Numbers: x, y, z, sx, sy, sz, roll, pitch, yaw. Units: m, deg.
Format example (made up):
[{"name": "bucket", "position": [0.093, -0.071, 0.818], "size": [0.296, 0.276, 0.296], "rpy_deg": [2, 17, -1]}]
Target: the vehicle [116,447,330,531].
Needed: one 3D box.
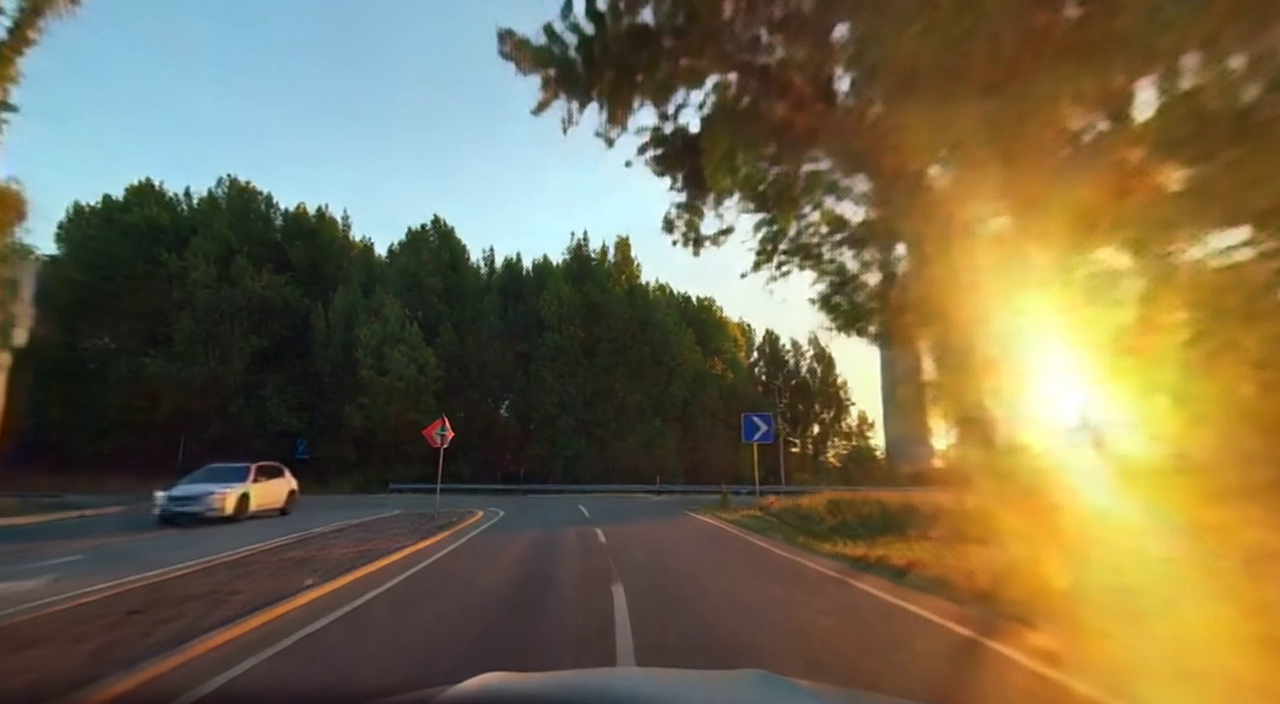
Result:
[{"name": "vehicle", "position": [-9.164, 3.042, 14.363], "size": [1.889, 1.583, 3.992], "rpy_deg": [0, -10, 4]}]
